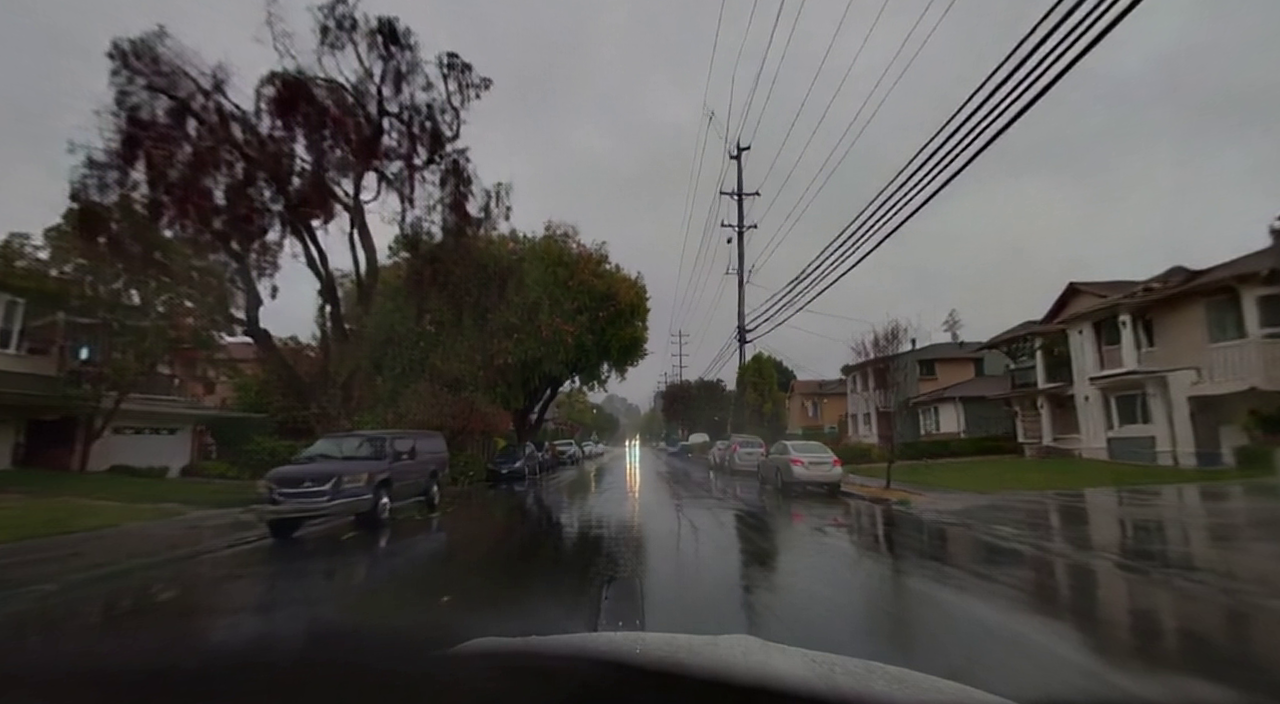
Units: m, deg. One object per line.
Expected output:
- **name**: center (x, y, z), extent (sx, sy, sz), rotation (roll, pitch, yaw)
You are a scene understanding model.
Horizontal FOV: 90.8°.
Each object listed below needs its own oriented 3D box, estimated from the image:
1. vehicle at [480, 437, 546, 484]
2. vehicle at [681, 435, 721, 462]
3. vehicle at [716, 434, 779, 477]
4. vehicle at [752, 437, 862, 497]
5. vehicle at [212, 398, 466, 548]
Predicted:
- **vehicle**: center (-5.263, 4.501, 26.680), extent (1.873, 1.709, 4.206), rotation (-4, -8, 0)
- **vehicle**: center (4.443, 7.132, 46.907), extent (2.279, 1.848, 5.577), rotation (0, -8, -2)
- **vehicle**: center (4.390, 4.295, 26.514), extent (1.979, 1.620, 4.684), rotation (0, -8, 2)
- **vehicle**: center (4.436, 3.111, 17.527), extent (1.893, 1.437, 4.369), rotation (0, -8, 0)
- **vehicle**: center (-5.262, 2.201, 12.272), extent (2.242, 2.135, 5.566), rotation (-2, -8, 0)
